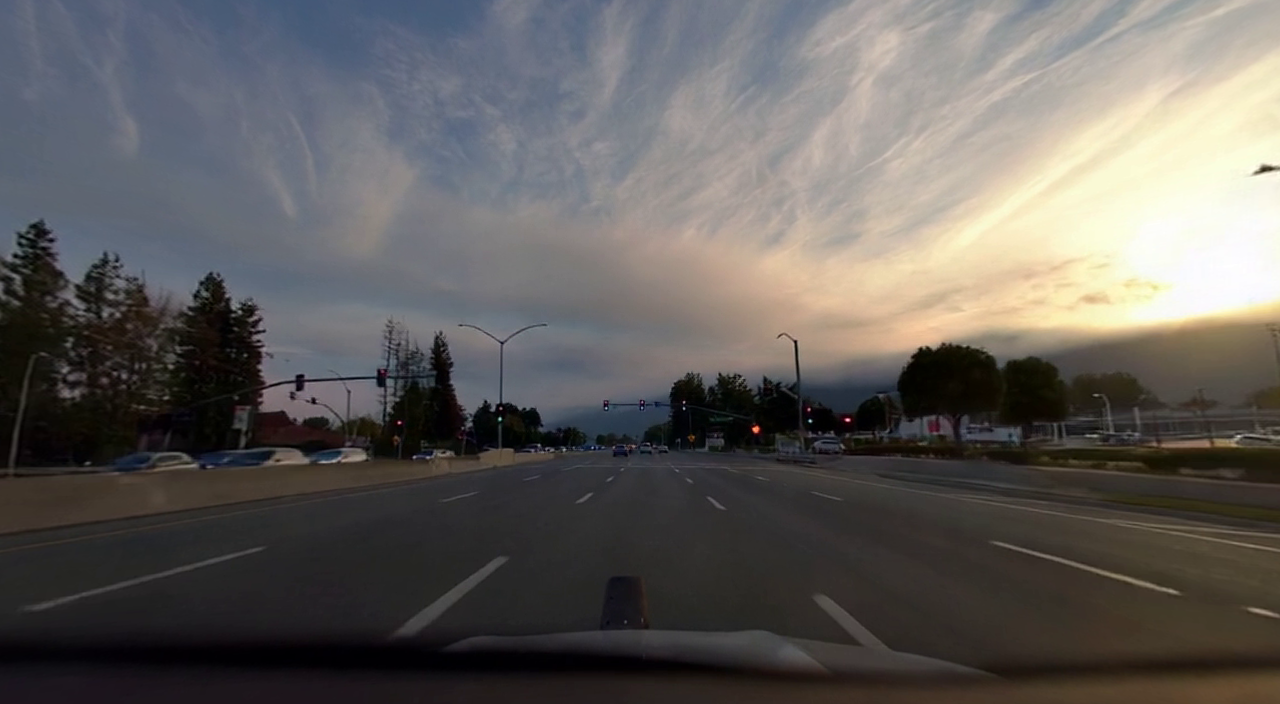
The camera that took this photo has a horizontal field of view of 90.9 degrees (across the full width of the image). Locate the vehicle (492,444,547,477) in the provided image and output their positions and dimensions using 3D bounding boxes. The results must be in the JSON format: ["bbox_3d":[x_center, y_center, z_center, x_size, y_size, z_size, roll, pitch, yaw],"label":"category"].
[{"bbox_3d":[-5.992,5.441,31.873,1.843,1.528,4.121,0,-9,2],"label":"vehicle"}]

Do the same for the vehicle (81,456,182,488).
[{"bbox_3d":[-27.032,6.363,33.696,1.861,1.553,4.132,0,-9,2],"label":"vehicle"}]

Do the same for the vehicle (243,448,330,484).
[{"bbox_3d":[-18.058,5.810,32.477,1.926,1.659,4.426,0,-9,0],"label":"vehicle"}]
